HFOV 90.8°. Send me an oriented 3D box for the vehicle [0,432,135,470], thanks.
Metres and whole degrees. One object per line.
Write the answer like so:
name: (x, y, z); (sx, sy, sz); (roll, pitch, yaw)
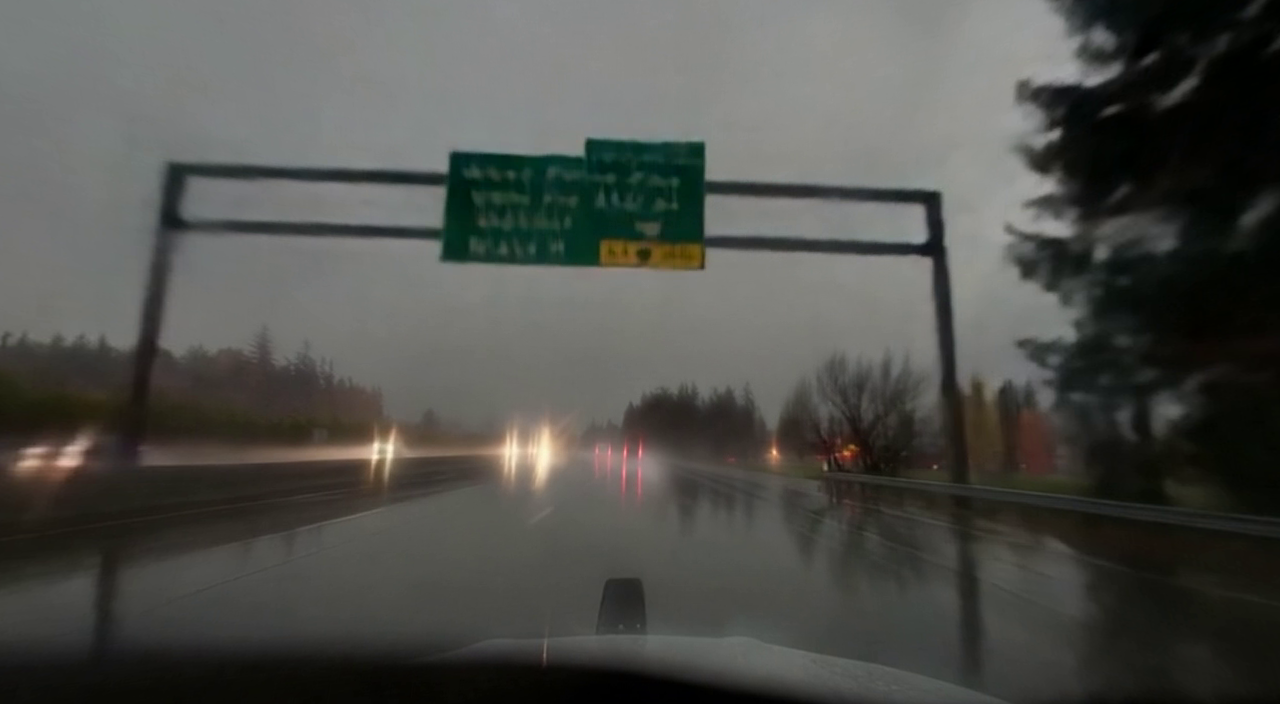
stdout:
vehicle: (-25.413, 4.429, 28.198); (1.955, 1.537, 4.457); (0, -9, -1)
